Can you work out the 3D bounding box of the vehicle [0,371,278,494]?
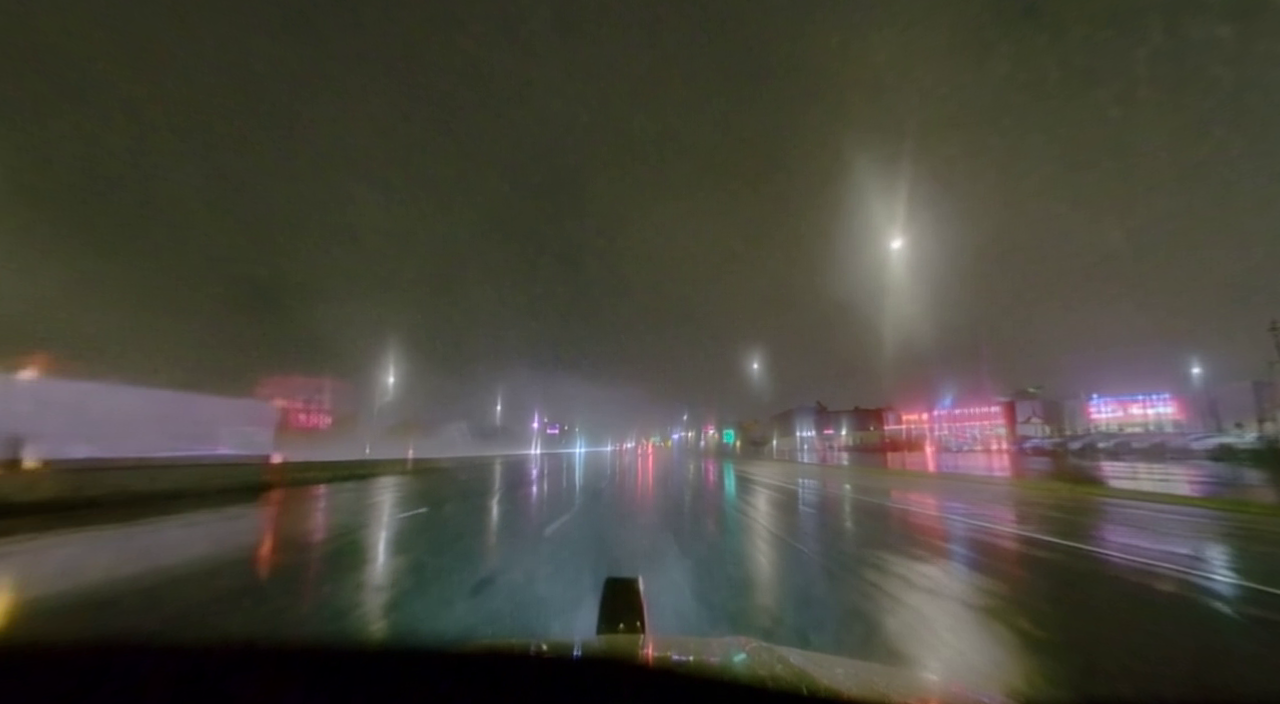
[{"bbox_3d":[-22.421,3.768,27.895,2.909,4.019,16.387,0,-9,1],"label":"vehicle"}]
